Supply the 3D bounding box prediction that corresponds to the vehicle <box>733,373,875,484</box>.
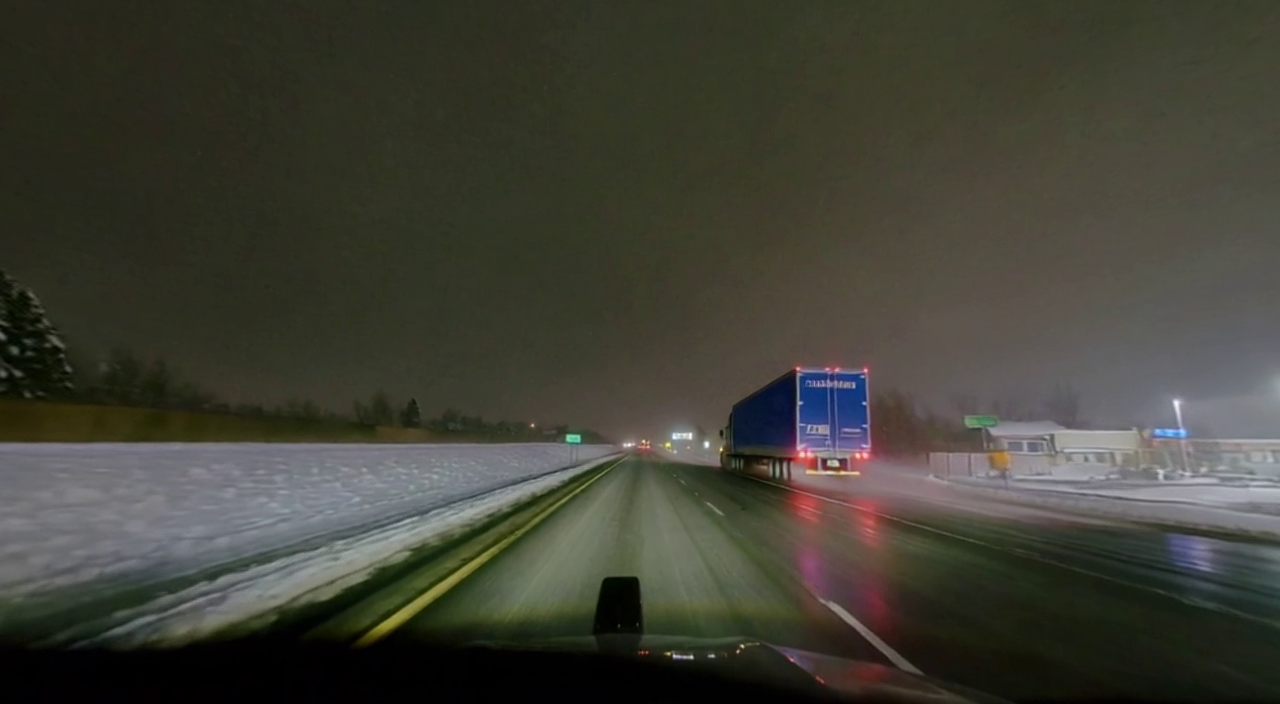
[{"bbox_3d":[7.261,4.005,31.520,2.912,4.153,15.866,0,-8,0],"label":"vehicle"}]
